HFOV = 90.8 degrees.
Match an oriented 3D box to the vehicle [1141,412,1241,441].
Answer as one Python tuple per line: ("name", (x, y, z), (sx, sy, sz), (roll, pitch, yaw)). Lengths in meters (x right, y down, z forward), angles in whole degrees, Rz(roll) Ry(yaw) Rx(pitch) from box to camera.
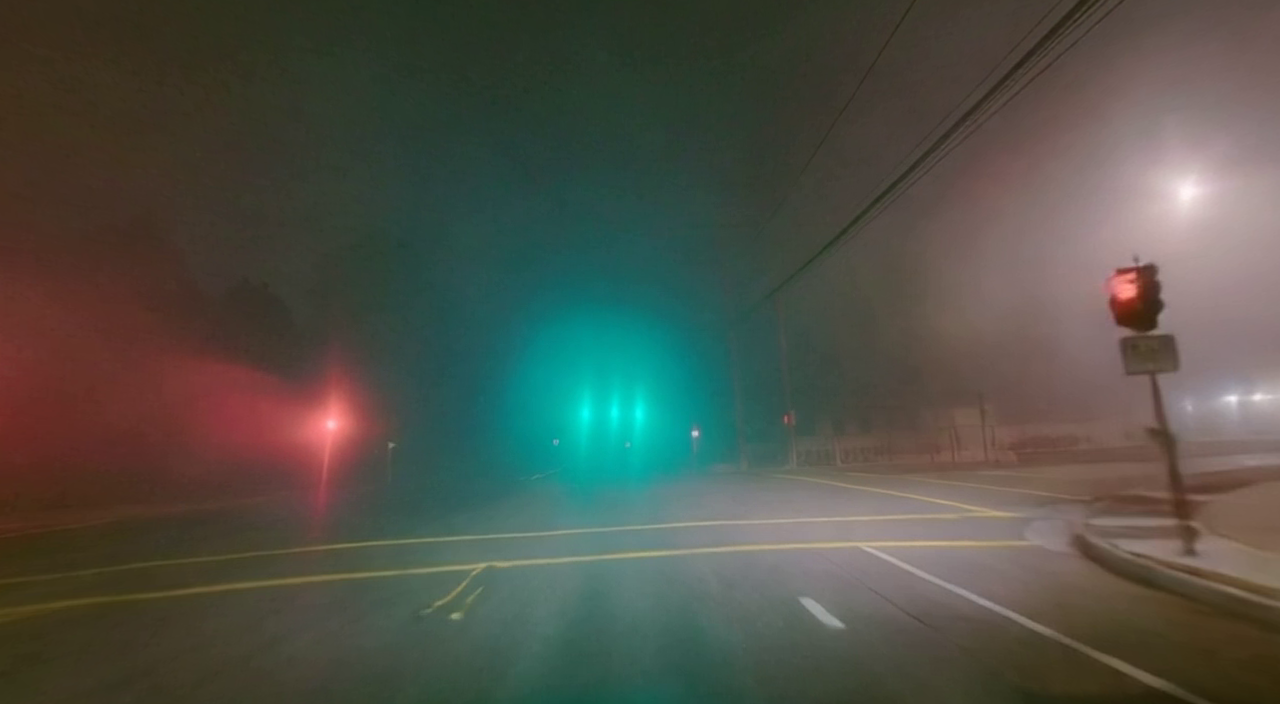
("vehicle", (34.242, 4.720, 39.430), (2.031, 1.661, 4.509), (1, -8, -3))
